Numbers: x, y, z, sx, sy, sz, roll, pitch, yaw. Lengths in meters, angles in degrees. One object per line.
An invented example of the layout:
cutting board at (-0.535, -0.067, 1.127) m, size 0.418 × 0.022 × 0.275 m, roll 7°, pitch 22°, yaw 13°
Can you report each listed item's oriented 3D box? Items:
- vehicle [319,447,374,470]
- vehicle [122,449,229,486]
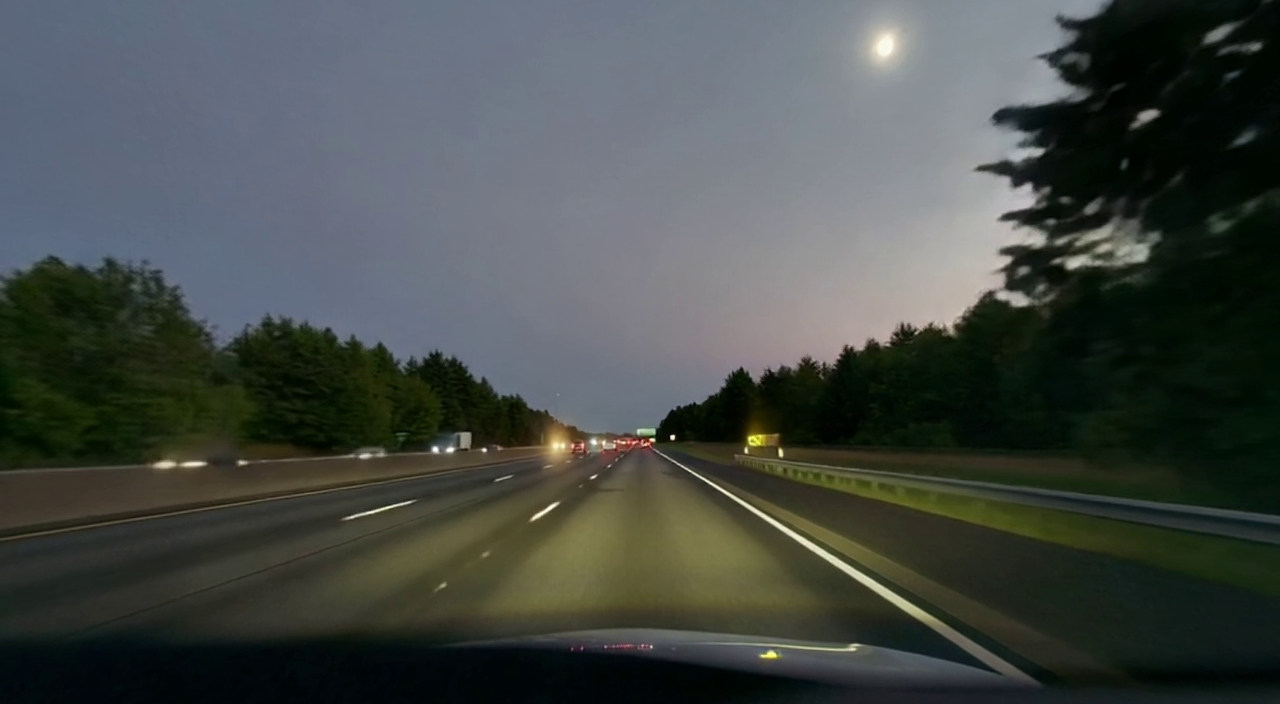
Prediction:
vehicle at (-19.324, 7.017, 41.603) m, size 1.724 × 1.415 × 3.832 m, roll 0°, pitch -8°, yaw 1°
vehicle at (-19.733, 4.904, 26.944) m, size 1.715 × 1.405 × 3.727 m, roll 0°, pitch -8°, yaw 0°
